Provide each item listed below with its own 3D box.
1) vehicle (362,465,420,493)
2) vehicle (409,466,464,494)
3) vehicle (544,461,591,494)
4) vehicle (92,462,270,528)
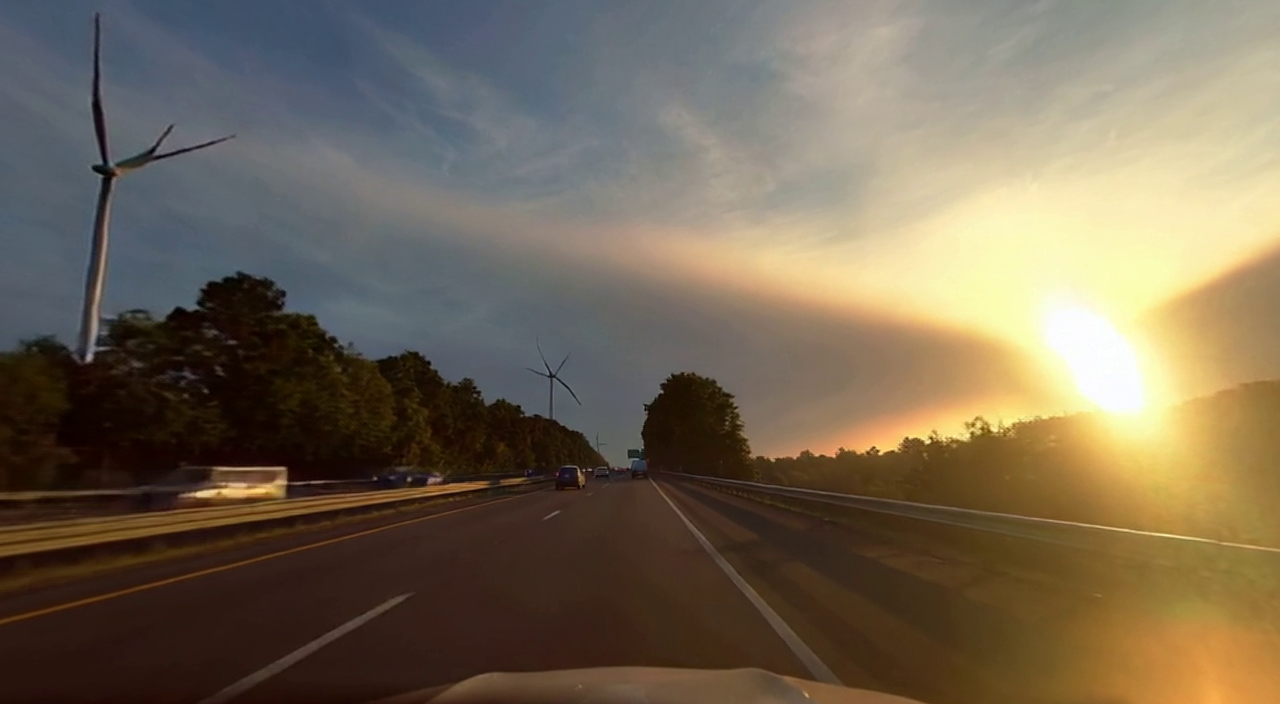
[{"bbox_3d":[-16.866,8.654,43.003,2.030,1.723,4.670,1,-11,0],"label":"vehicle"},{"bbox_3d":[-12.656,7.991,39.511,1.945,1.614,4.213,1,-11,1],"label":"vehicle"},{"bbox_3d":[-4.059,7.146,36.086,2.124,1.705,4.440,1,-11,1],"label":"vehicle"},{"bbox_3d":[-12.590,3.928,17.692,1.844,1.561,4.103,1,-11,0],"label":"vehicle"}]
